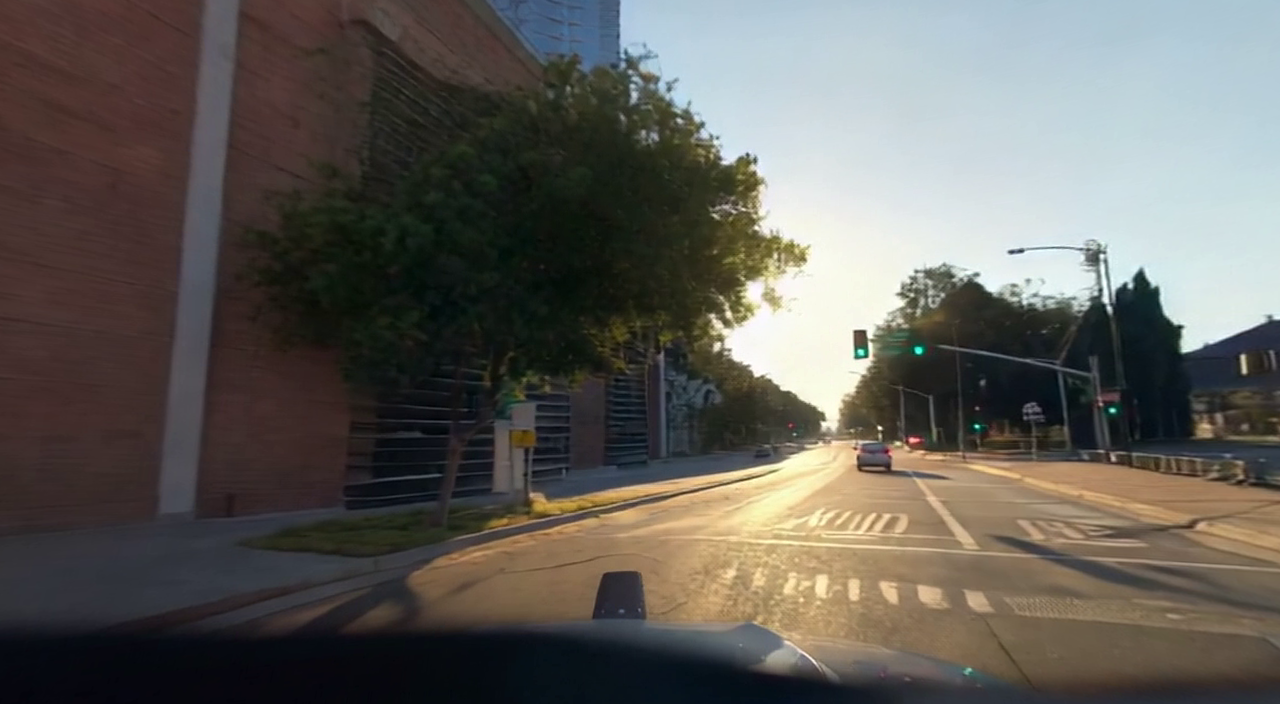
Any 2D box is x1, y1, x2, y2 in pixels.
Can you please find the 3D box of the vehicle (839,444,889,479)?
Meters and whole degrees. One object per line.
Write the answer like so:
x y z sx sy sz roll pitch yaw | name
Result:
11.625 5.594 32.614 2.218 1.657 4.551 -3 -9 21 | vehicle
